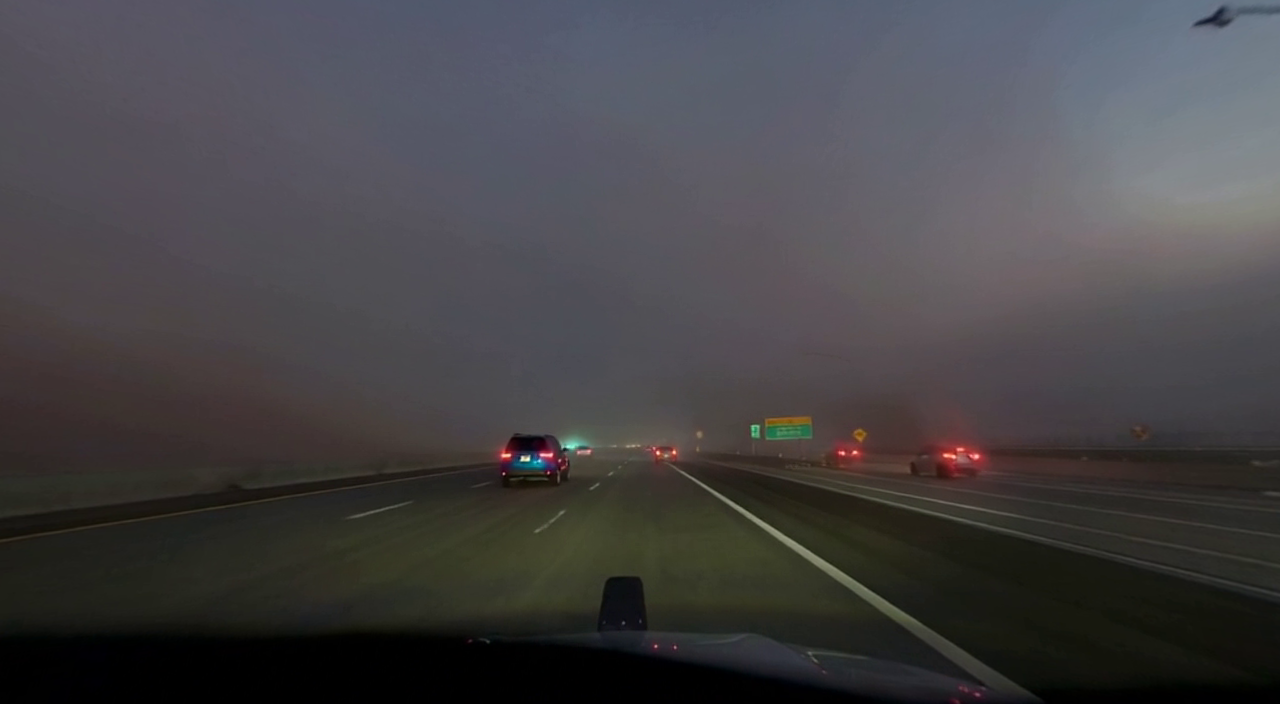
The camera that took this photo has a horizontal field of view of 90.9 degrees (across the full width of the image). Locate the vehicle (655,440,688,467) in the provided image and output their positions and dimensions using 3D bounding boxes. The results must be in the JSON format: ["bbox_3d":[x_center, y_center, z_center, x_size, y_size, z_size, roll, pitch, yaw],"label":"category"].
[{"bbox_3d":[1.991,6.532,40.714,2.023,1.589,4.030,-1,-8,1],"label":"vehicle"}]

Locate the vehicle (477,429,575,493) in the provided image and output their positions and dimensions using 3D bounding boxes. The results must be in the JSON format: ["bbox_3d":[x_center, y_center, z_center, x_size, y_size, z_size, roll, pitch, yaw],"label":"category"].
[{"bbox_3d":[-3.441,3.405,19.988,2.214,1.759,4.435,-1,-8,1],"label":"vehicle"}]
